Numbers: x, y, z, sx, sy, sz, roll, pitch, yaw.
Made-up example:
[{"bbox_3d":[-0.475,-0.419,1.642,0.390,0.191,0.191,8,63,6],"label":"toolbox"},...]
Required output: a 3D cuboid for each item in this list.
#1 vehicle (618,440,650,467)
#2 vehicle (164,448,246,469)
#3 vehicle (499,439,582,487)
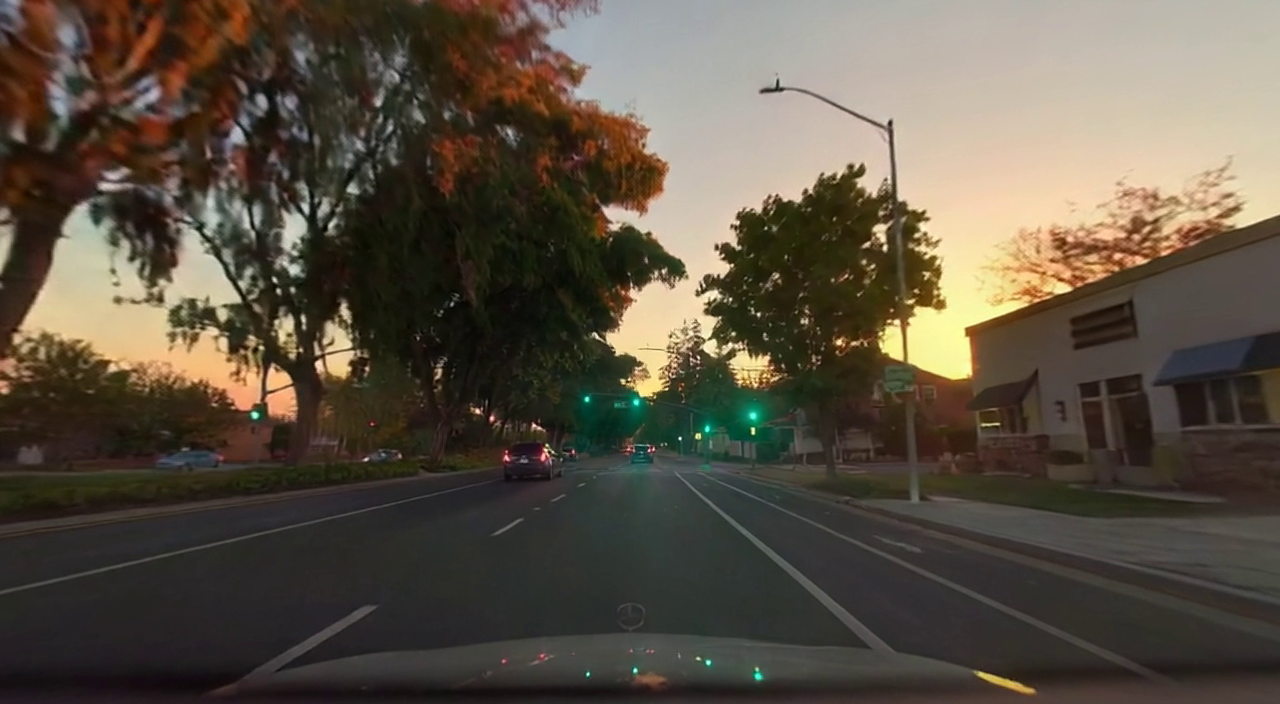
[{"bbox_3d":[-0.392,7.068,43.853,2.153,1.764,4.047,0,-8,1],"label":"vehicle"},{"bbox_3d":[-33.336,8.173,48.379,4.812,1.496,1.988,0,-8,2],"label":"vehicle"},{"bbox_3d":[-3.283,3.783,21.763,2.015,1.470,4.458,0,-8,2],"label":"vehicle"}]
